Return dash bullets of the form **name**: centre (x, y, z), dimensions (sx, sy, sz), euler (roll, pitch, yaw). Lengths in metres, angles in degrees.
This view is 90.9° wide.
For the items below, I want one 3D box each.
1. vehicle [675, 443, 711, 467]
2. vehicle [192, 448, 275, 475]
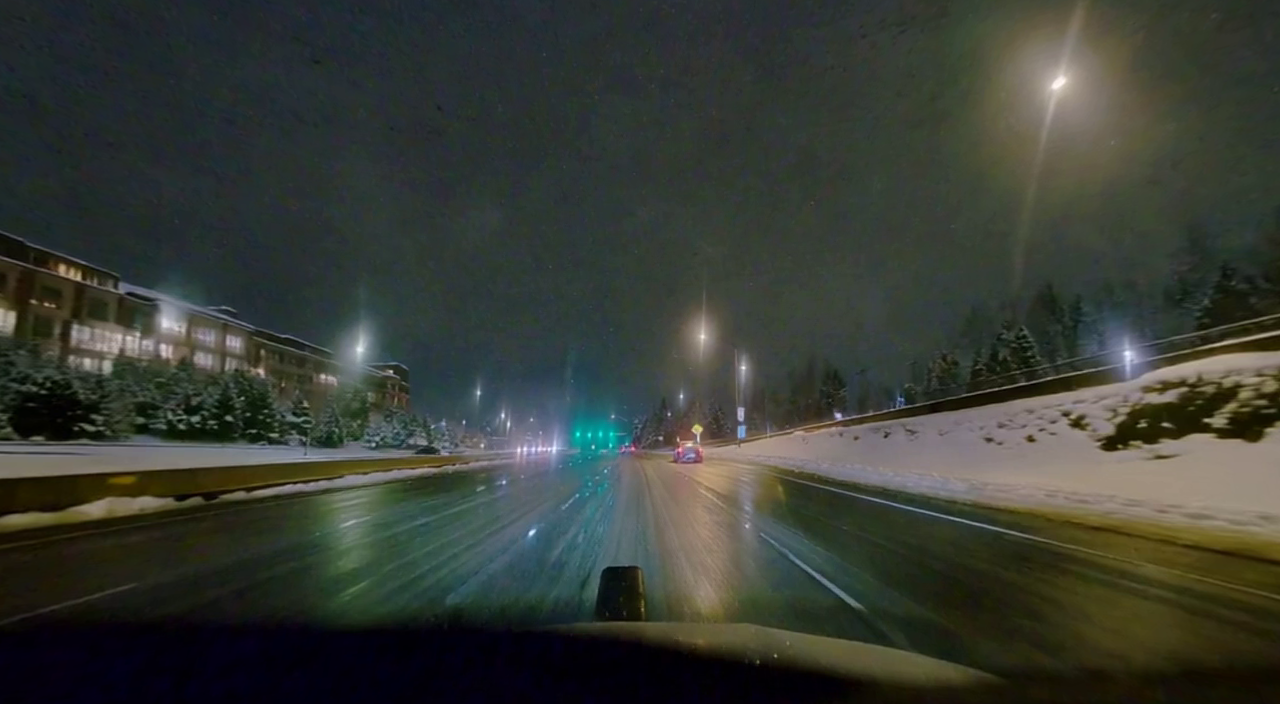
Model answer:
- **vehicle**: centre (3.449, 6.762, 41.672), dimensions (1.926, 1.477, 4.025), euler (0, -8, -2)
- **vehicle**: centre (-24.137, 6.502, 37.703), dimensions (1.804, 1.469, 4.728), euler (0, -9, 0)
